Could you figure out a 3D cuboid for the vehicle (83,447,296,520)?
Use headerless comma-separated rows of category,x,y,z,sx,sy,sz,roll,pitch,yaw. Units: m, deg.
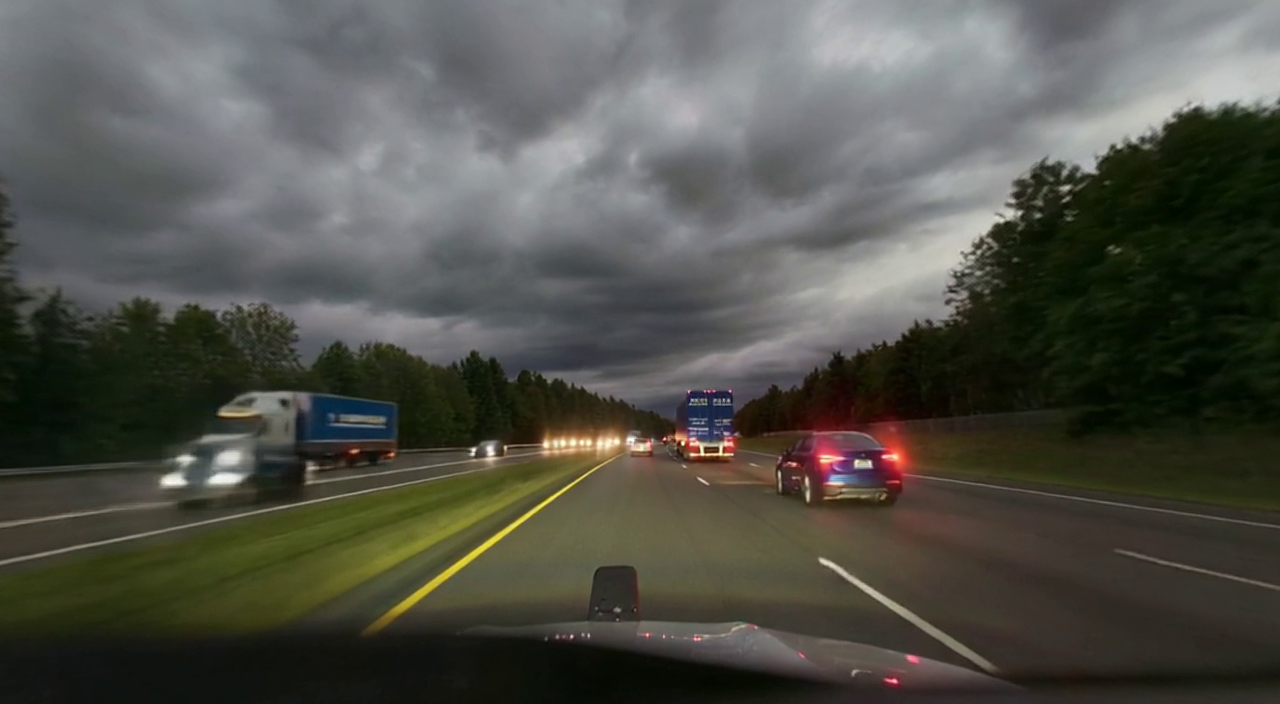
vehicle,-10.686,3.104,15.468,2.010,1.426,4.364,0,-8,0

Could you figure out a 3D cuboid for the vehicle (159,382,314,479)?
vehicle,-18.132,3.592,28.876,2.988,3.961,5.816,0,-8,1

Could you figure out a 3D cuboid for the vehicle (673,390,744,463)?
vehicle,4.182,5.090,42.123,3.171,4.072,13.784,0,-8,0

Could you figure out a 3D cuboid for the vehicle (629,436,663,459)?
vehicle,0.450,6.551,43.429,2.209,1.499,4.144,0,-8,1

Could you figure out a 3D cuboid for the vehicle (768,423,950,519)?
vehicle,4.061,2.261,12.593,2.028,1.573,4.207,0,-8,-2
